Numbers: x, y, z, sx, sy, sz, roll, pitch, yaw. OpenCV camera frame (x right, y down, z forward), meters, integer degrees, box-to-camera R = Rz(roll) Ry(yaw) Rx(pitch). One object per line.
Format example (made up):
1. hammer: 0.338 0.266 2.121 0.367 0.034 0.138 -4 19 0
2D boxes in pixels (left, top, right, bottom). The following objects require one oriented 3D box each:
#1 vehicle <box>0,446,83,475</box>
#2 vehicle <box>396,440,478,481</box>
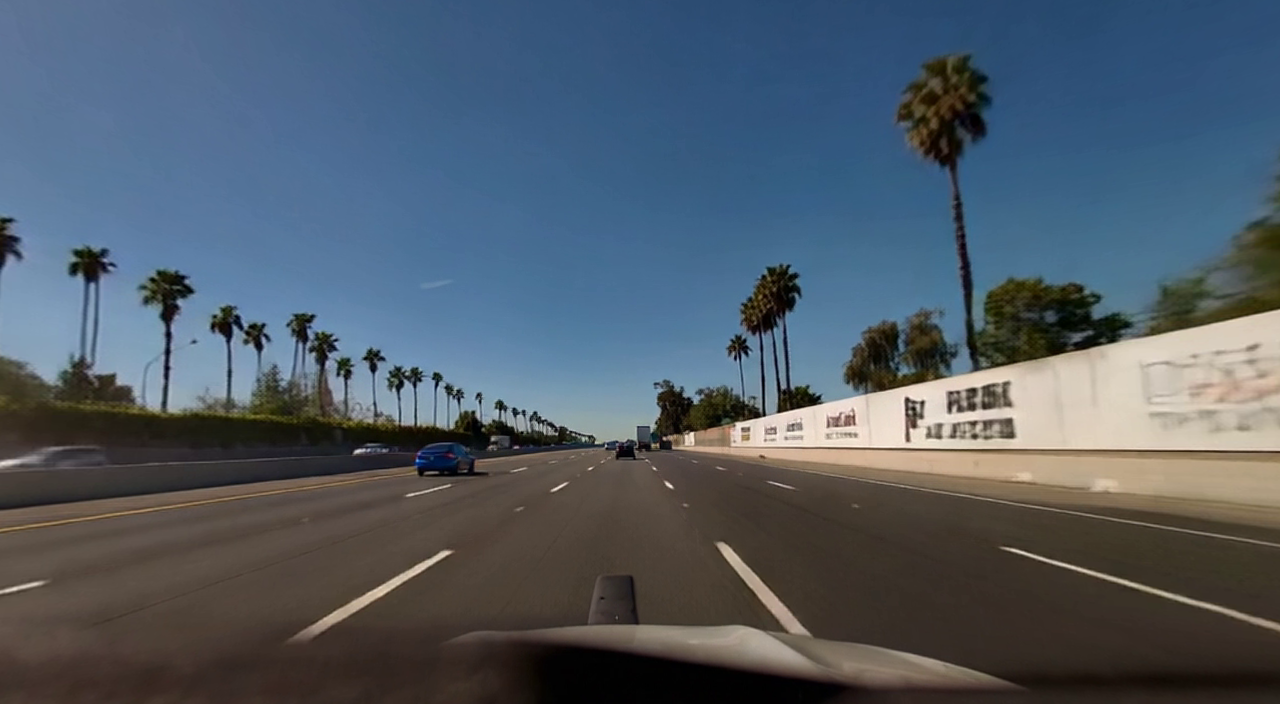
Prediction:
1. vehicle: -33.535 5.919 34.654 1.860 1.494 4.521 0 -9 0
2. vehicle: -8.407 4.535 26.598 1.971 1.552 4.465 0 -9 0
